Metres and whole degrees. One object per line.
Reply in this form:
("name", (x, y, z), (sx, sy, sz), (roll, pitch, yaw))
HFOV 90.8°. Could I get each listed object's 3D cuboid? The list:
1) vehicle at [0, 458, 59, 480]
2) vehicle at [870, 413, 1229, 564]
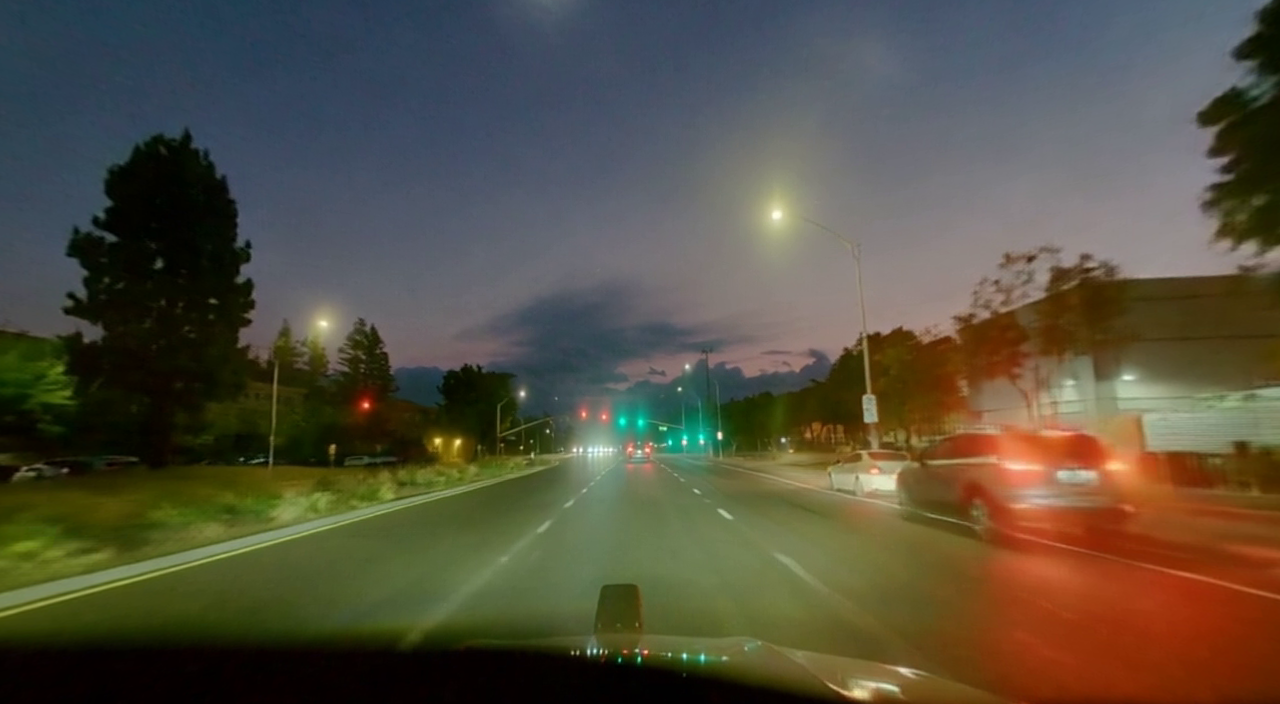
("vehicle", (-45.054, 8.619, 46.658), (1.898, 1.449, 4.524), (4, -10, -27))
("vehicle", (5.877, 2.023, 10.181), (2.295, 1.804, 4.971), (0, -9, -2))
